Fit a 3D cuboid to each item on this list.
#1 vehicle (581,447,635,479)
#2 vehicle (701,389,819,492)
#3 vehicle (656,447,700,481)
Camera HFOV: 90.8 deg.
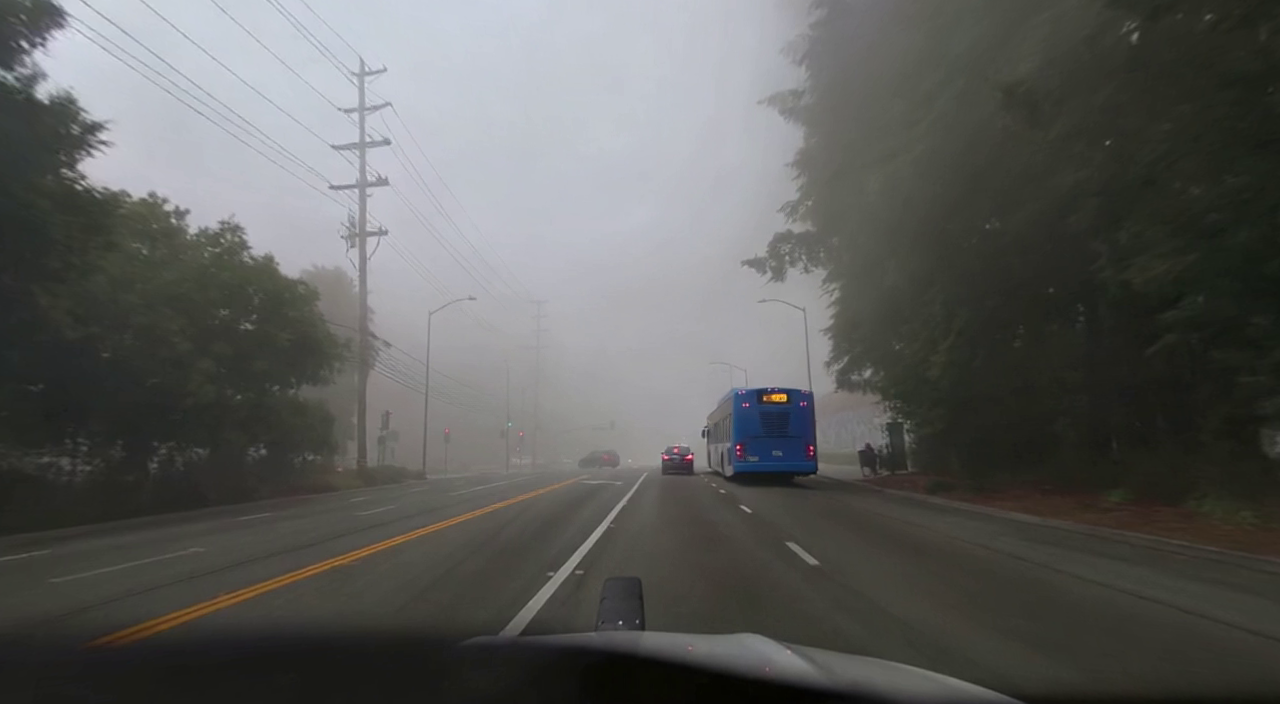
[{"bbox_3d":[-1.788,5.822,33.471,2.018,1.544,4.420,2,-9,-14],"label":"vehicle"},{"bbox_3d":[4.627,3.880,27.606,3.045,3.447,12.604,0,-8,2],"label":"vehicle"},{"bbox_3d":[1.729,5.265,30.087,1.961,1.470,4.196,0,-8,1],"label":"vehicle"}]
